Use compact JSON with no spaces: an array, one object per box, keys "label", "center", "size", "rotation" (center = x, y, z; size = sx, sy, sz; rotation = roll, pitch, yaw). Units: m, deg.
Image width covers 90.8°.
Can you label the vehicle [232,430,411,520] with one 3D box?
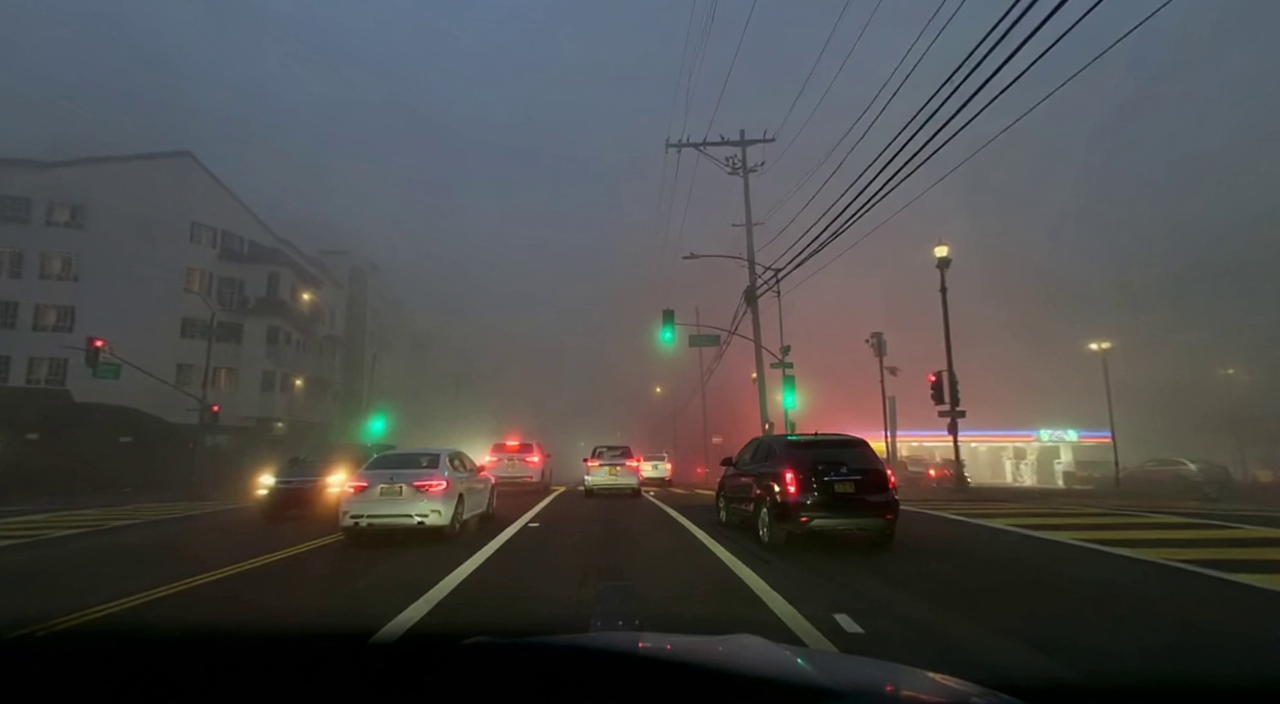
[{"label":"vehicle","center":[-7.064,2.749,14.656],"size":[2.069,1.735,4.240],"rotation":[0,-8,-3]}]

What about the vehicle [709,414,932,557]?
[{"label":"vehicle","center":[2.364,1.875,9.572],"size":[1.945,1.647,4.160],"rotation":[0,-8,-3]}]

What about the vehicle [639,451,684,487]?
[{"label":"vehicle","center":[1.068,6.208,33.830],"size":[1.953,1.687,4.094],"rotation":[0,-8,-4]}]

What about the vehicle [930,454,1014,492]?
[{"label":"vehicle","center":[14.773,5.379,28.429],"size":[1.959,1.482,4.664],"rotation":[-2,-9,11]}]

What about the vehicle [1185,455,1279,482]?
[{"label":"vehicle","center":[35.345,6.817,37.204],"size":[4.573,1.474,2.080],"rotation":[0,-8,-3]}]

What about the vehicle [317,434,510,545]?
[{"label":"vehicle","center":[-3.492,2.162,10.710],"size":[1.932,1.458,4.330],"rotation":[0,-8,-4]}]

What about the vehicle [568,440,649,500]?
[{"label":"vehicle","center":[-0.862,3.244,17.794],"size":[1.999,1.487,3.939],"rotation":[0,-8,-2]}]

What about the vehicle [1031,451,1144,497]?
[{"label":"vehicle","center":[20.238,5.493,28.813],"size":[1.878,1.680,4.244],"rotation":[-2,-7,-2]}]

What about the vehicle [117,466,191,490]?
[{"label":"vehicle","center":[-31.135,8.079,40.481],"size":[4.380,1.372,1.760],"rotation":[-6,-10,23]}]
